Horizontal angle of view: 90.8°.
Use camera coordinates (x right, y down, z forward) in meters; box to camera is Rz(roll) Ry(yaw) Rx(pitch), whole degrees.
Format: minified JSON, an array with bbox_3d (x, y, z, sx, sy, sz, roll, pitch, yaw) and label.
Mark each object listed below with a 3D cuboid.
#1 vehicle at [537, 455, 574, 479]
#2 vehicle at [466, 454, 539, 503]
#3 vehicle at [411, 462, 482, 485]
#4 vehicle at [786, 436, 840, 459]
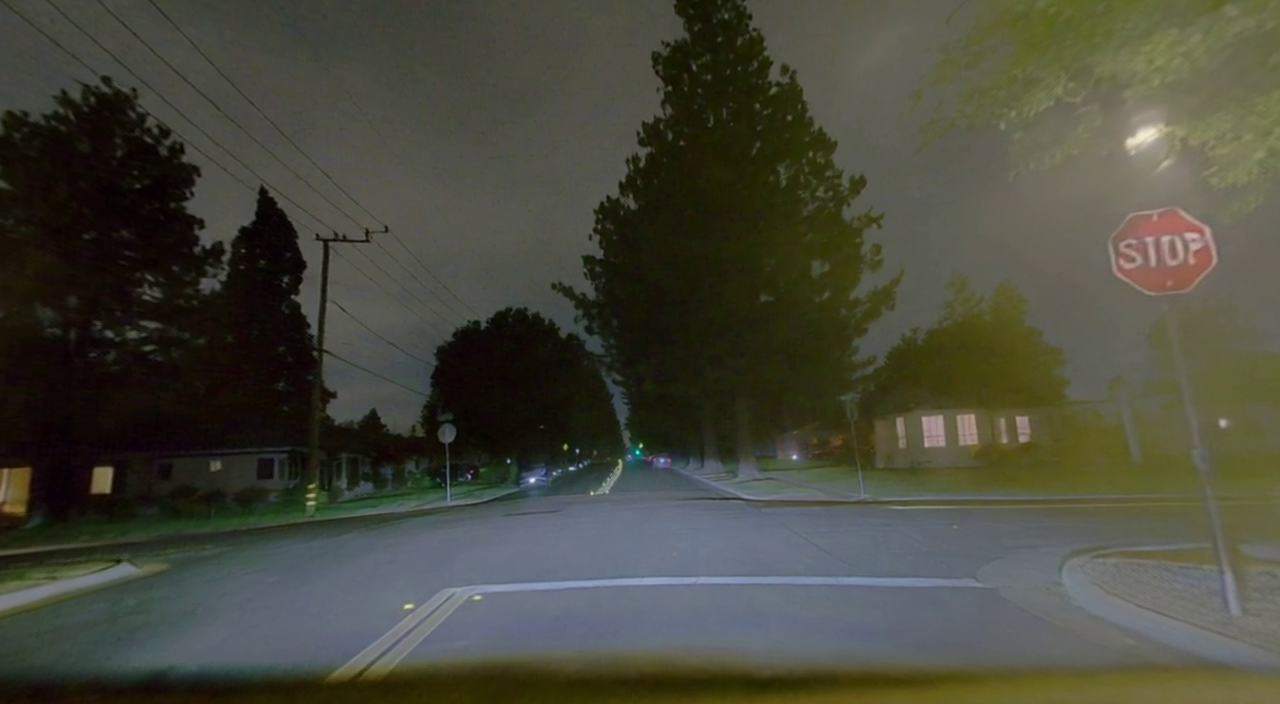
[{"bbox_3d":[-6.512,8.898,48.908,2.133,1.525,4.401,-3,-8,1],"label":"vehicle"},{"bbox_3d":[-6.201,5.735,29.040,2.149,1.823,4.613,-6,-9,1],"label":"vehicle"},{"bbox_3d":[-14.138,8.884,46.217,4.601,1.486,1.876,-2,-9,12],"label":"vehicle"},{"bbox_3d":[12.406,6.854,45.468,3.563,1.551,1.916,-2,-9,12],"label":"vehicle"}]
